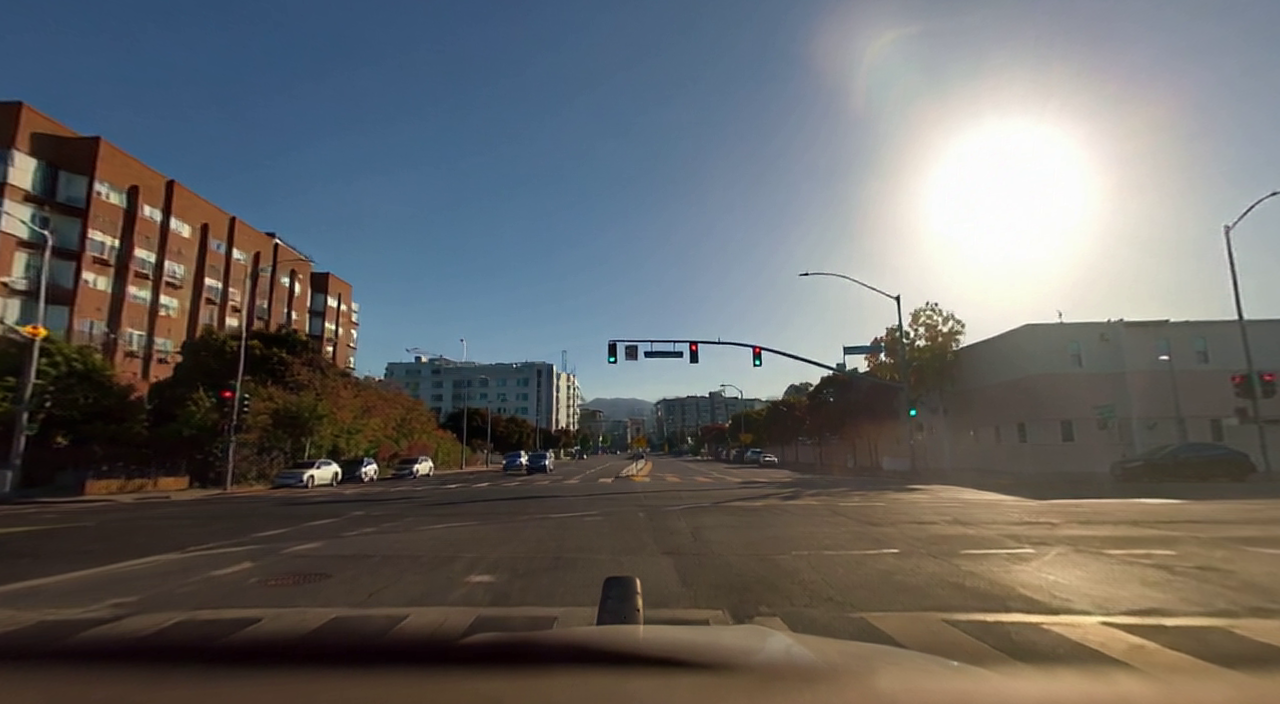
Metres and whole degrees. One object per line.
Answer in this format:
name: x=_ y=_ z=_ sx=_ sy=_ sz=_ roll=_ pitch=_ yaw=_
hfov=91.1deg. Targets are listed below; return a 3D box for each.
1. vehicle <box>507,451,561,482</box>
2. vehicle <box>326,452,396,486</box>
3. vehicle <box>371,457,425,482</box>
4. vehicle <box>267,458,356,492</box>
vehicle: x=-5.676 y=6.191 z=34.154 sx=2.154 sy=1.501 sz=4.416 roll=0 pitch=-9 yaw=0
vehicle: x=-16.458 y=6.895 z=37.318 sx=1.960 sy=1.819 sz=5.018 roll=0 pitch=-9 yaw=-2
vehicle: x=-16.451 y=7.989 z=42.919 sx=1.804 sy=1.486 sz=4.625 roll=0 pitch=-9 yaw=1
vehicle: x=-16.296 y=6.099 z=31.442 sx=2.055 sy=1.506 sz=4.663 roll=0 pitch=-9 yaw=-2
